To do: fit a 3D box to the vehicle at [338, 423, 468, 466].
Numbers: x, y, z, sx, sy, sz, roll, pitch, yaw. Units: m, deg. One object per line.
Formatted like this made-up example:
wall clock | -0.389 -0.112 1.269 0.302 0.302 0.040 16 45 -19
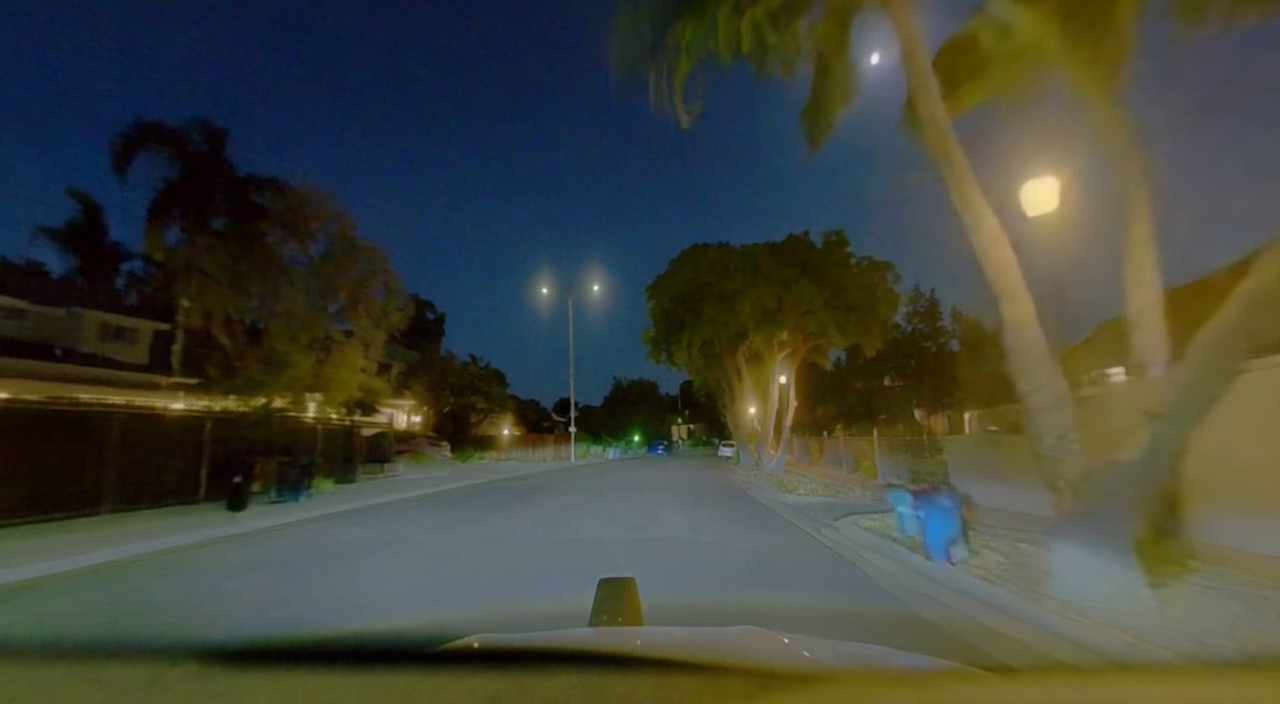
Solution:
vehicle | -11.572 4.566 31.158 5.497 1.983 2.191 0 -9 3
